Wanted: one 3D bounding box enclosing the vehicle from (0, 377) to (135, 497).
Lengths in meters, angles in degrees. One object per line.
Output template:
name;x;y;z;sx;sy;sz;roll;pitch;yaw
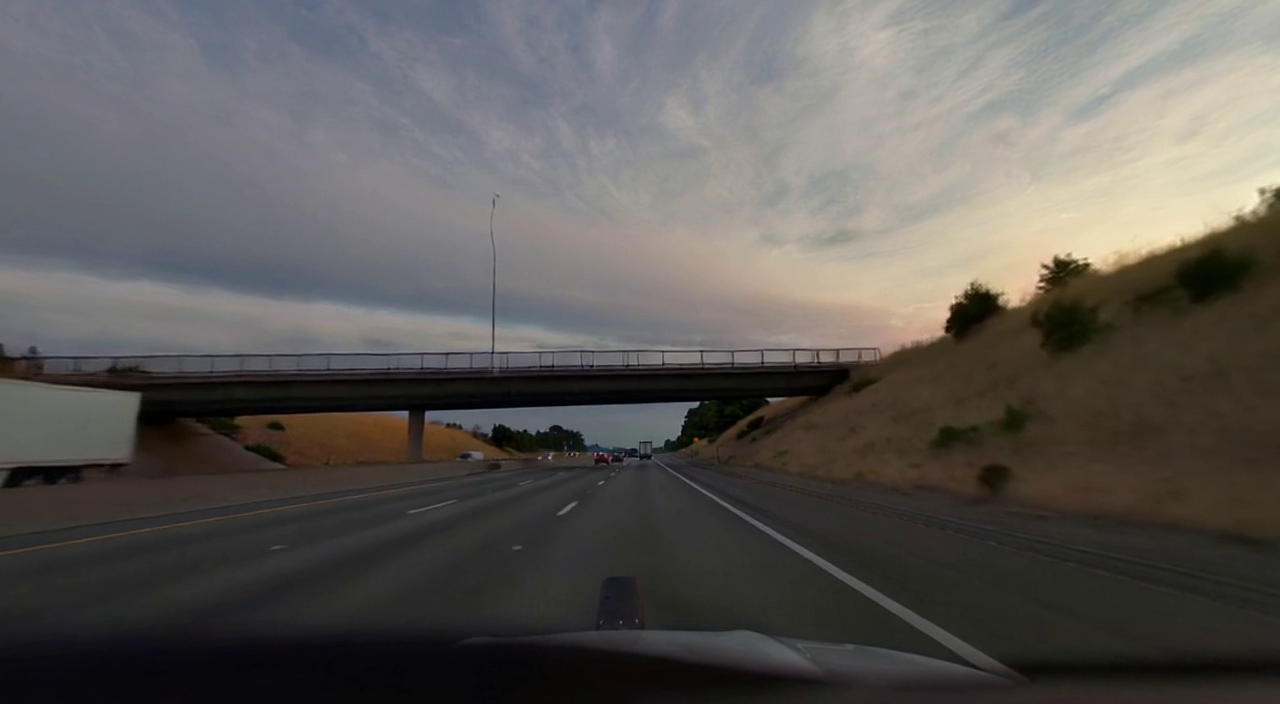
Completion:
vehicle;-22.875;2.380;18.116;2.876;3.975;16.773;0;-9;0
